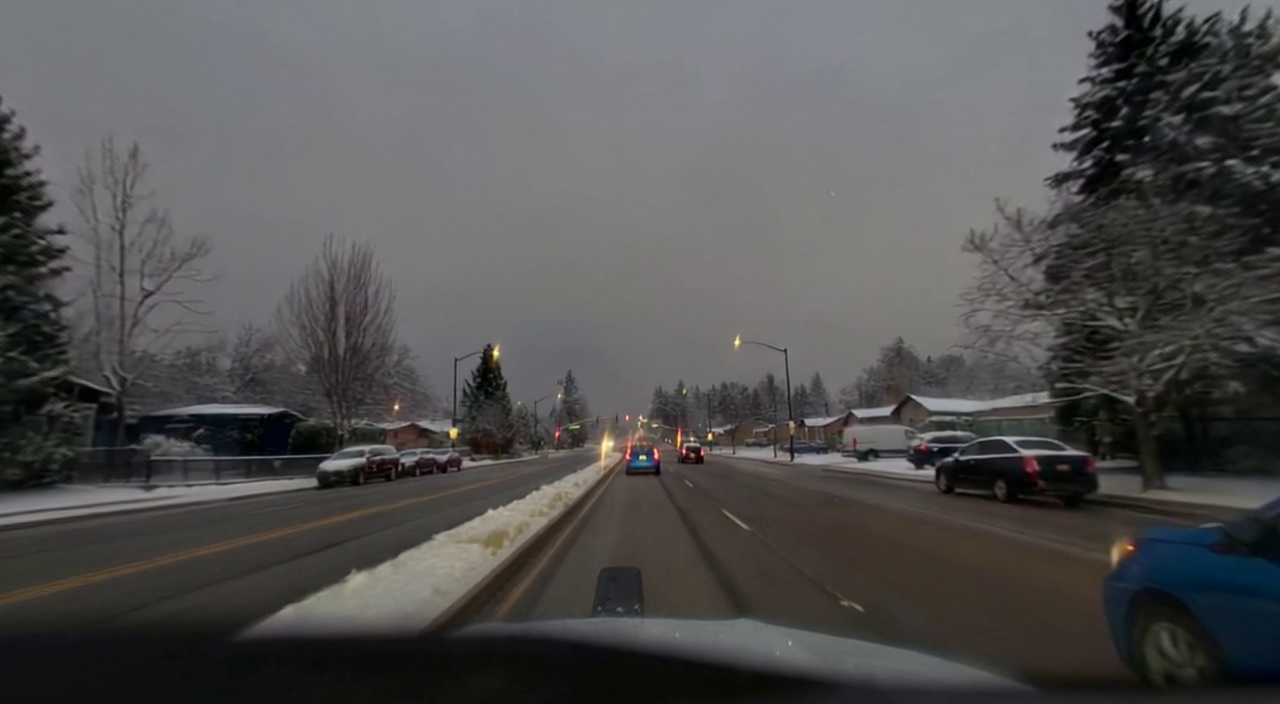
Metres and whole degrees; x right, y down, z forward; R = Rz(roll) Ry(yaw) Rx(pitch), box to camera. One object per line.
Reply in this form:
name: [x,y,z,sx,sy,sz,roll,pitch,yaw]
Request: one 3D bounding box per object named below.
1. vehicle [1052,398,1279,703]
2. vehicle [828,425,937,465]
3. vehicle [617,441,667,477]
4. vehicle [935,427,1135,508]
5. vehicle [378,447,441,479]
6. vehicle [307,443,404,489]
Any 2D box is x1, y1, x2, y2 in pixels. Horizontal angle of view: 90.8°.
vehicle: [3.542,0.809,1.645,1.992,1.505,4.333,0,-9,0]
vehicle: [14.717,5.673,38.585,5.696,2.299,2.292,0,-9,-2]
vehicle: [0.055,4.808,28.668,2.093,1.497,4.010,0,-9,-1]
vehicle: [9.720,2.874,16.136,2.139,1.772,4.468,0,-9,-1]
vehicle: [-14.464,6.955,39.954,2.140,1.899,4.900,0,-9,0]
vehicle: [-14.526,5.819,32.762,2.351,2.008,5.971,-3,-9,-1]
